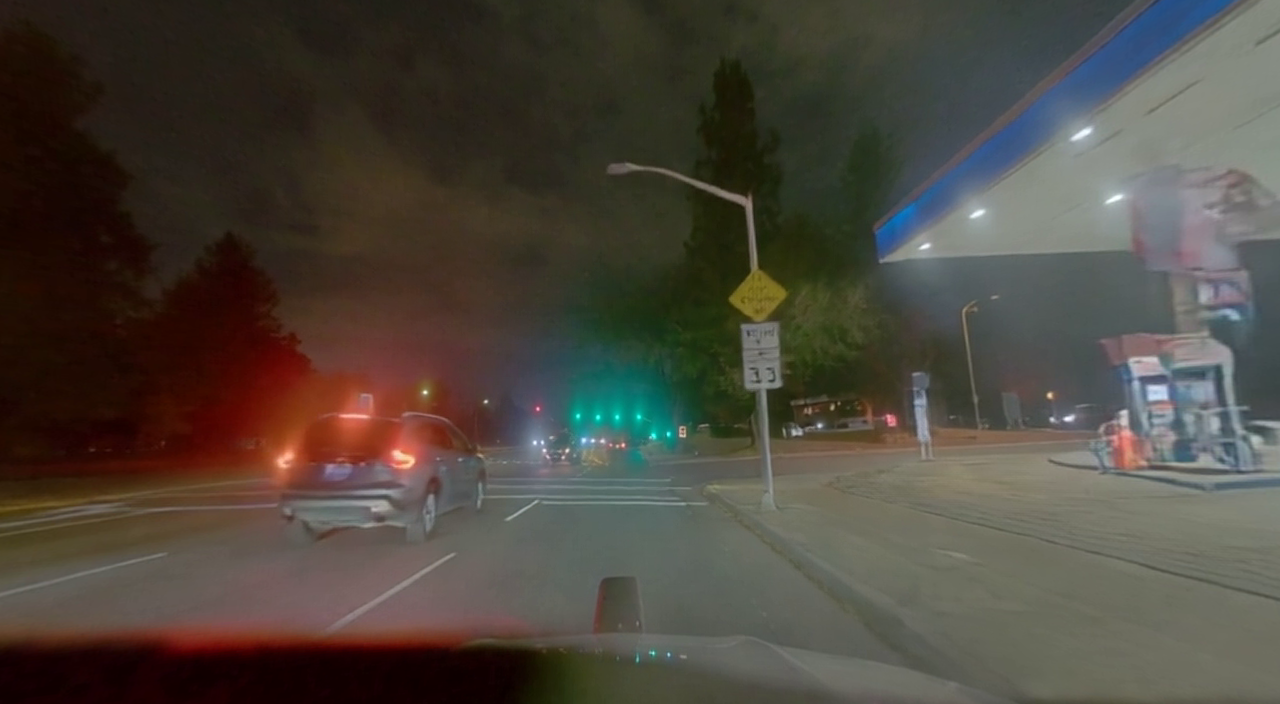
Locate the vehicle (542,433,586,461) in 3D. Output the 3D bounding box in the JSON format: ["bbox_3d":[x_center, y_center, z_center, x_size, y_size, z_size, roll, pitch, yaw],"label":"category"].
[{"bbox_3d":[-4.437,5.650,37.397,2.060,1.580,3.980,0,-8,1],"label":"vehicle"}]

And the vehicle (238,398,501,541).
[{"bbox_3d":[-3.979,1.839,10.382,2.306,1.815,4.476,0,-8,0],"label":"vehicle"}]
